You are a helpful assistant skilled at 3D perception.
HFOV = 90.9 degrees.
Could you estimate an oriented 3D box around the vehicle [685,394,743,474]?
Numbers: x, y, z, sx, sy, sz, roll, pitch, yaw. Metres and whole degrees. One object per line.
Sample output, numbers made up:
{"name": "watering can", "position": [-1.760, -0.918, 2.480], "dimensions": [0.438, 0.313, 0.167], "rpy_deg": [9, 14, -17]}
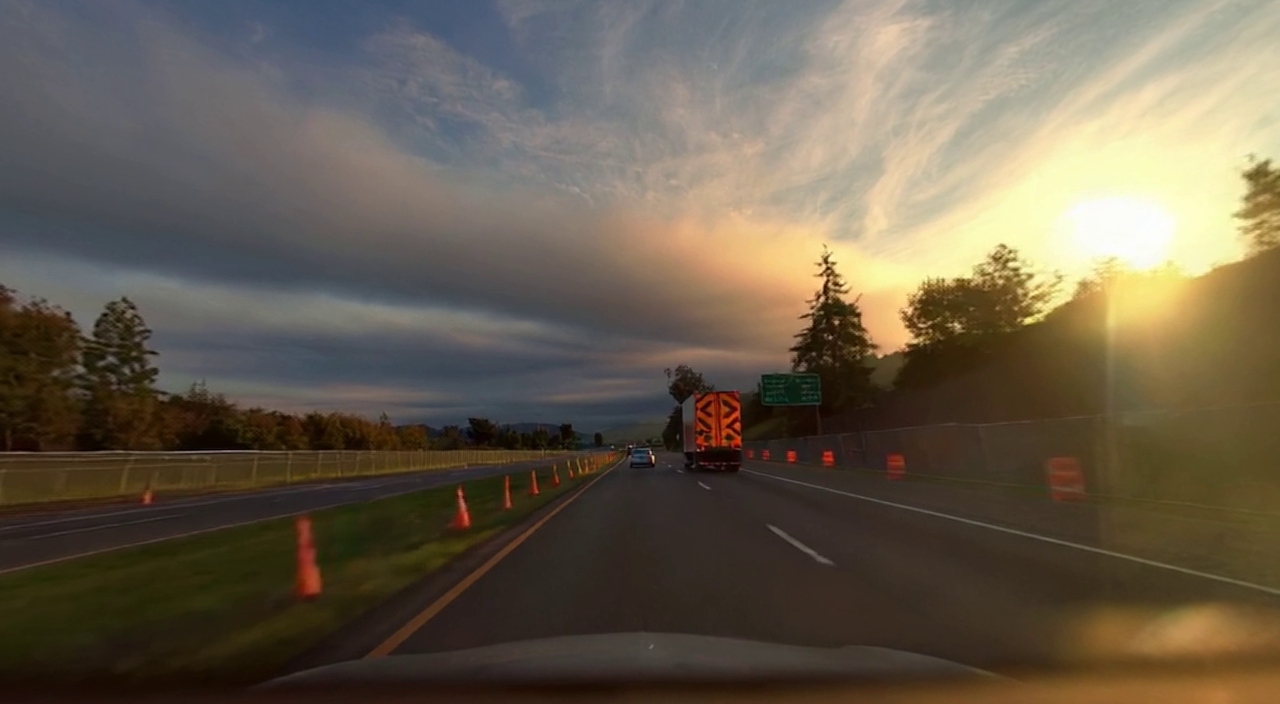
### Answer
{"name": "vehicle", "position": [4.200, 4.882, 37.034], "dimensions": [2.704, 4.310, 5.716], "rpy_deg": [0, -9, 0]}

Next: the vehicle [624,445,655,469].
{"name": "vehicle", "position": [-0.042, 7.193, 43.303], "dimensions": [2.065, 1.573, 3.734], "rpy_deg": [0, -9, 0]}
